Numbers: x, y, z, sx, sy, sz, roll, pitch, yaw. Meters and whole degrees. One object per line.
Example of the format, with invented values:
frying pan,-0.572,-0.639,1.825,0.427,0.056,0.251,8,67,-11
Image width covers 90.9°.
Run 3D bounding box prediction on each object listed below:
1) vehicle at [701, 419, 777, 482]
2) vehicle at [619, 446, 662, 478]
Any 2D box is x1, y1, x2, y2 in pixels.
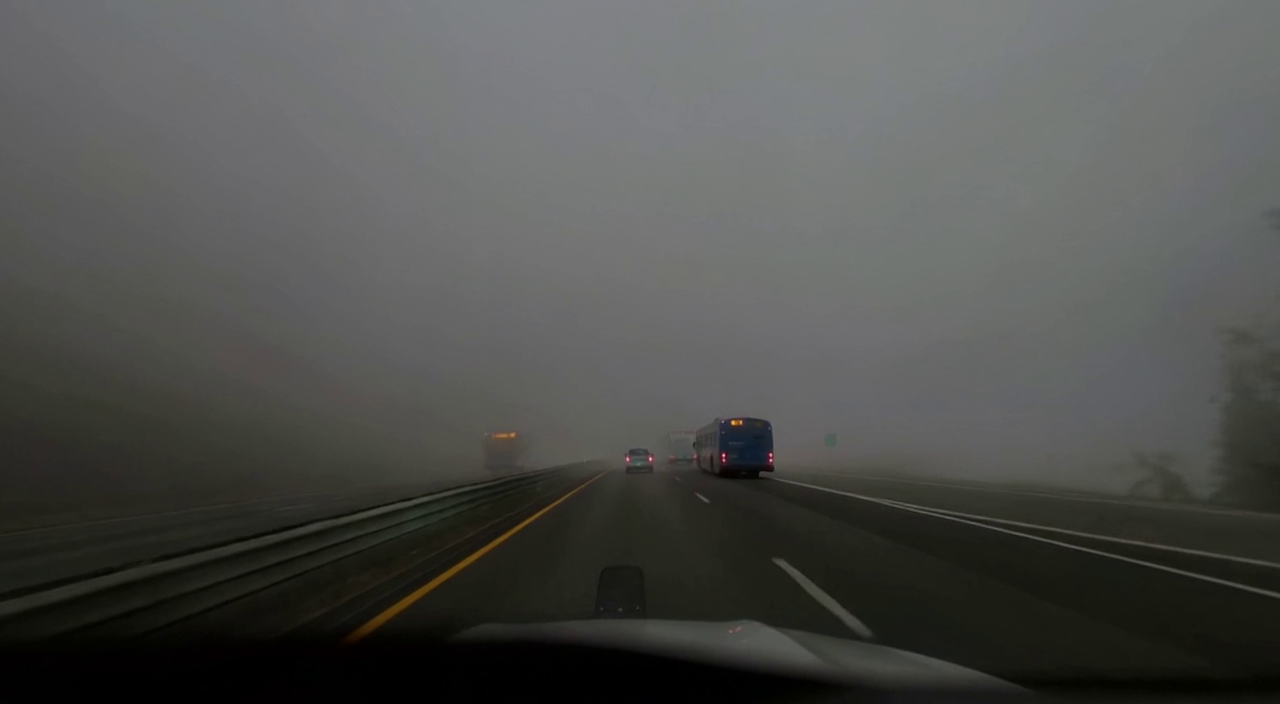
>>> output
vehicle,4.354,4.507,28.888,2.440,2.555,5.957,0,-9,0
vehicle,0.017,5.387,30.999,2.004,1.449,3.817,0,-9,0
